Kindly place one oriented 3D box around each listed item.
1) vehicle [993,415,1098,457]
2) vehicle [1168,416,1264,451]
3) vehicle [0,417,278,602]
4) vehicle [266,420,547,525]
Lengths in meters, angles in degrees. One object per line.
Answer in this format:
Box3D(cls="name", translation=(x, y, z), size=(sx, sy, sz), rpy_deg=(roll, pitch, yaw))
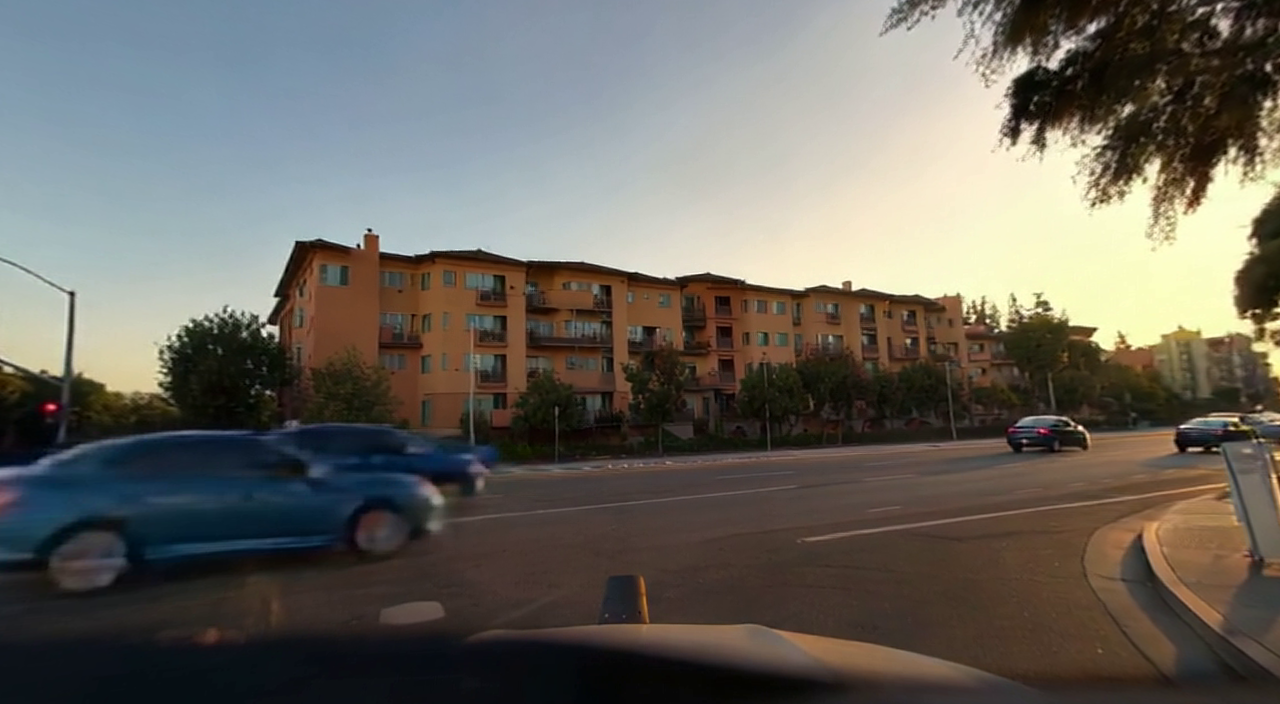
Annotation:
Box3D(cls="vehicle", translation=(17.667, 3.672, 27.409), size=(4.683, 1.678, 1.981), rpy_deg=(5, -10, -33))
Box3D(cls="vehicle", translation=(25.687, 3.669, 28.077), size=(4.521, 1.433, 1.943), rpy_deg=(5, -10, -33))
Box3D(cls="vehicle", translation=(-6.373, 1.513, 6.432), size=(4.438, 1.625, 2.033), rpy_deg=(5, -10, -33))
Box3D(cls="vehicle", translation=(-4.339, 2.175, 12.128), size=(4.734, 1.633, 1.829), rpy_deg=(4, -9, -34))
